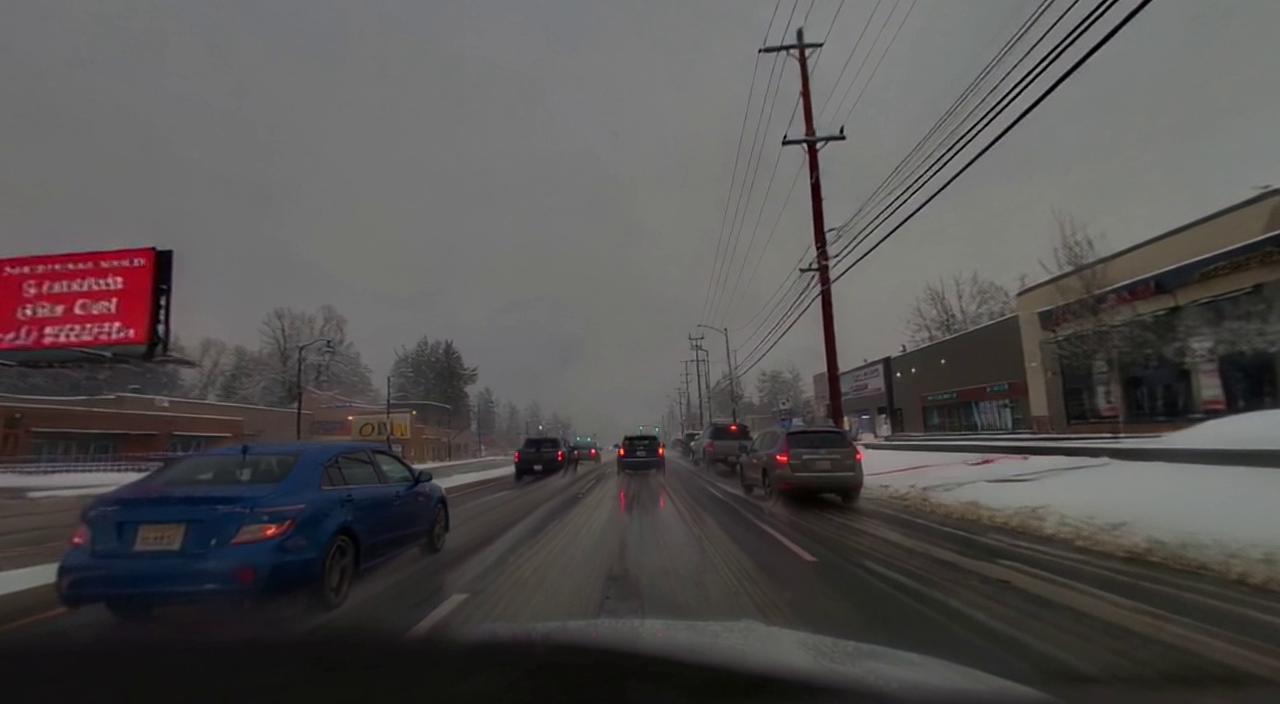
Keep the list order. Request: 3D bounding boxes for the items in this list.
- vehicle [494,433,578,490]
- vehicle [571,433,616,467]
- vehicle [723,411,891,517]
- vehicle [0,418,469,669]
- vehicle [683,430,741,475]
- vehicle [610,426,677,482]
[{"bbox_3d":[-3.280,3.526,20.697,2.051,1.671,3.861,0,-8,0],"label":"vehicle"},{"bbox_3d":[-2.890,6.276,40.566,2.405,2.009,5.909,0,-8,0],"label":"vehicle"},{"bbox_3d":[3.362,2.399,13.990,2.282,1.897,4.915,0,-8,-1],"label":"vehicle"},{"bbox_3d":[-3.295,1.492,6.132,2.022,1.498,4.471,0,-8,0],"label":"vehicle"},{"bbox_3d":[3.168,4.549,28.764,2.026,1.904,4.102,0,-8,-2],"label":"vehicle"},{"bbox_3d":[0.090,3.878,24.214,2.326,1.925,4.253,0,-8,-1],"label":"vehicle"}]
